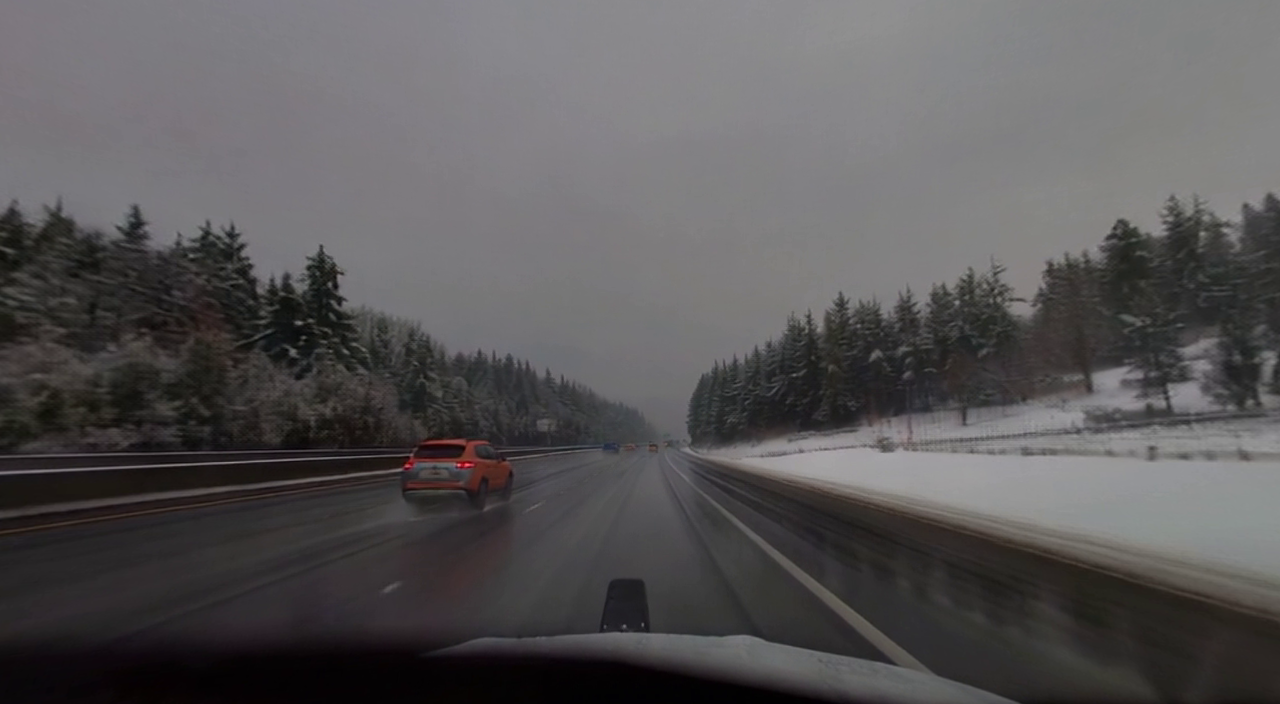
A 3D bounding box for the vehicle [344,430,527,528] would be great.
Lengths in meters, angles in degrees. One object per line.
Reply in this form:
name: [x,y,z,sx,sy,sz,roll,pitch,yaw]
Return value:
vehicle: [-3.646,2.324,12.161,1.993,1.538,4.192,0,-8,2]
